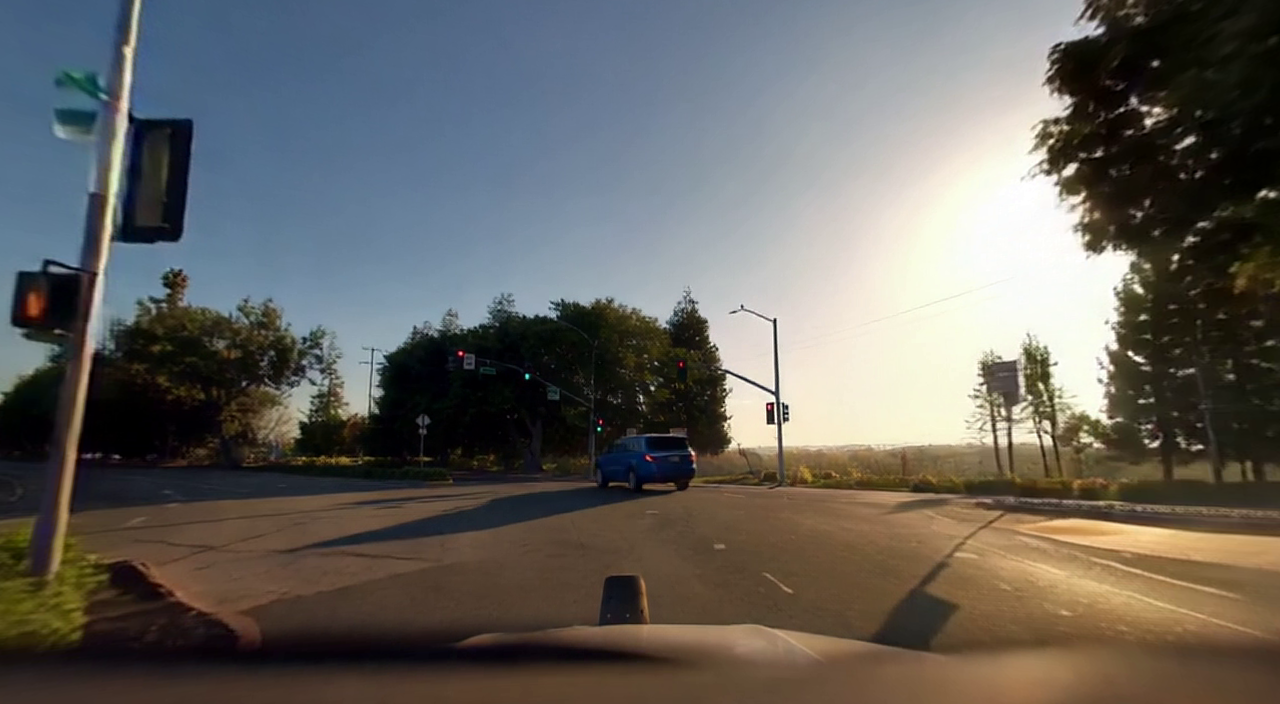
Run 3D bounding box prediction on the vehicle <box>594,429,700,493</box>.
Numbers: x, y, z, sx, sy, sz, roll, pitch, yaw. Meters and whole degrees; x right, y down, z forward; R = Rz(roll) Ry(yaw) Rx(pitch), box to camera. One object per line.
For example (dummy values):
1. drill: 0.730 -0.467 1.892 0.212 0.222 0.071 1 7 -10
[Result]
1. vehicle: 0.054 3.464 20.456 2.284 1.788 4.871 2 -9 -14
